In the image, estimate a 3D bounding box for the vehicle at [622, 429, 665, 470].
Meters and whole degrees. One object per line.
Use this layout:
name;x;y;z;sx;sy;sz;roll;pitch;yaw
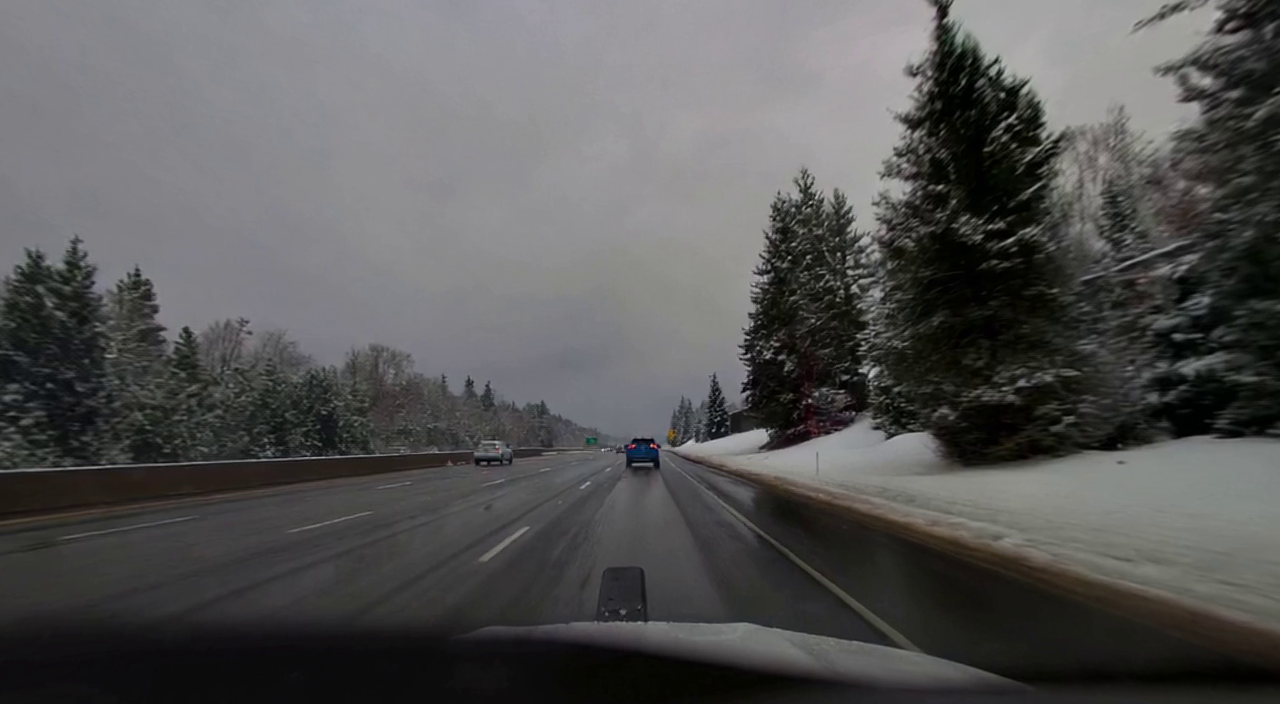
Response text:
vehicle;0.186;5.583;36.160;2.318;2.145;4.561;0;-8;0

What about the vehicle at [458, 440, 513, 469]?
vehicle;-9.860;6.573;40.728;2.204;1.770;5.016;0;-8;1
